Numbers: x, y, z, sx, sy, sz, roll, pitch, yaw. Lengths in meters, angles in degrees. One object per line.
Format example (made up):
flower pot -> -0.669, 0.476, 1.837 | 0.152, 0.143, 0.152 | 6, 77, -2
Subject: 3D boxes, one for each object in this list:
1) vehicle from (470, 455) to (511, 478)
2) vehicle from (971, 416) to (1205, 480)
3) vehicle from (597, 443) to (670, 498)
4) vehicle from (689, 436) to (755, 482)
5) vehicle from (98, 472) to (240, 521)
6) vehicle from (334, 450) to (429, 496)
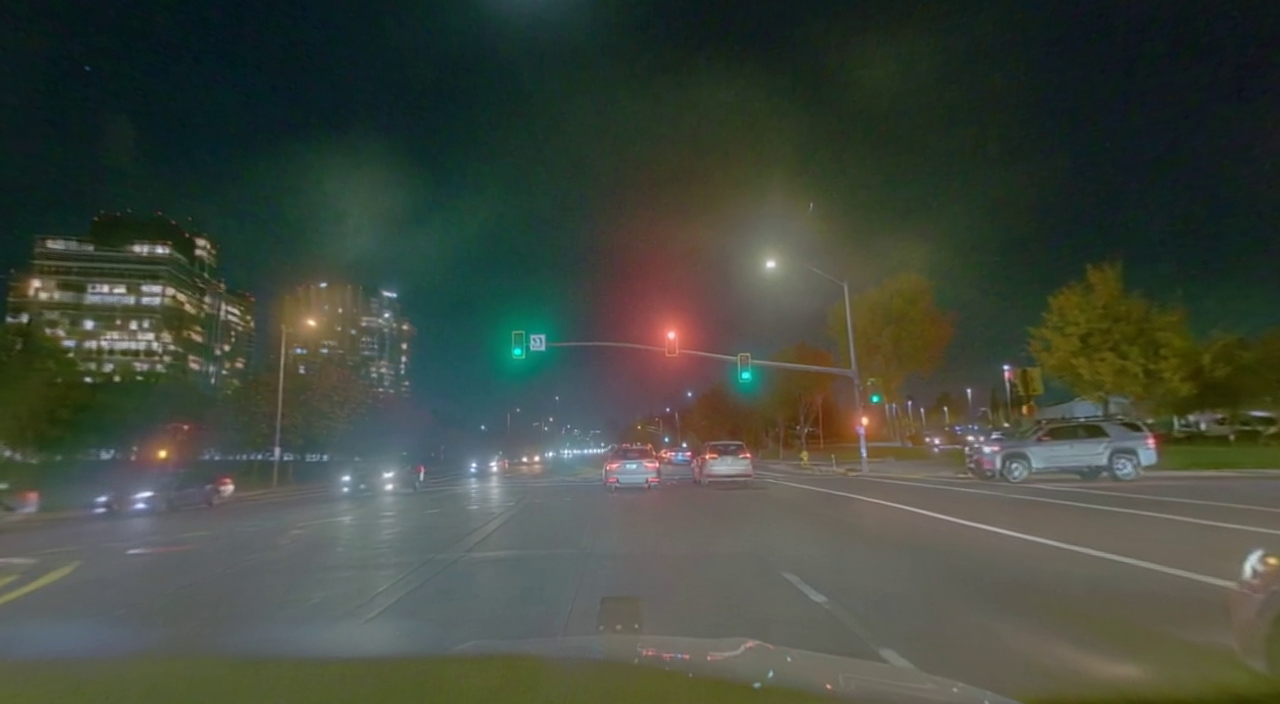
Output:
vehicle -> -10.757, 8.263, 45.717 | 1.808, 1.512, 4.447 | 0, -9, 1
vehicle -> 15.209, 3.333, 21.948 | 6.013, 2.030, 2.461 | -2, -9, 12
vehicle -> -0.192, 3.589, 19.493 | 2.034, 1.500, 3.966 | 0, -9, 0
vehicle -> 3.364, 4.479, 26.745 | 2.107, 1.773, 4.557 | 0, -9, -1
vehicle -> -16.971, 5.197, 23.106 | 1.957, 1.444, 4.306 | 0, -9, -2
vehicle -> -11.056, 5.176, 27.432 | 2.102, 1.758, 4.532 | 0, -9, 1
